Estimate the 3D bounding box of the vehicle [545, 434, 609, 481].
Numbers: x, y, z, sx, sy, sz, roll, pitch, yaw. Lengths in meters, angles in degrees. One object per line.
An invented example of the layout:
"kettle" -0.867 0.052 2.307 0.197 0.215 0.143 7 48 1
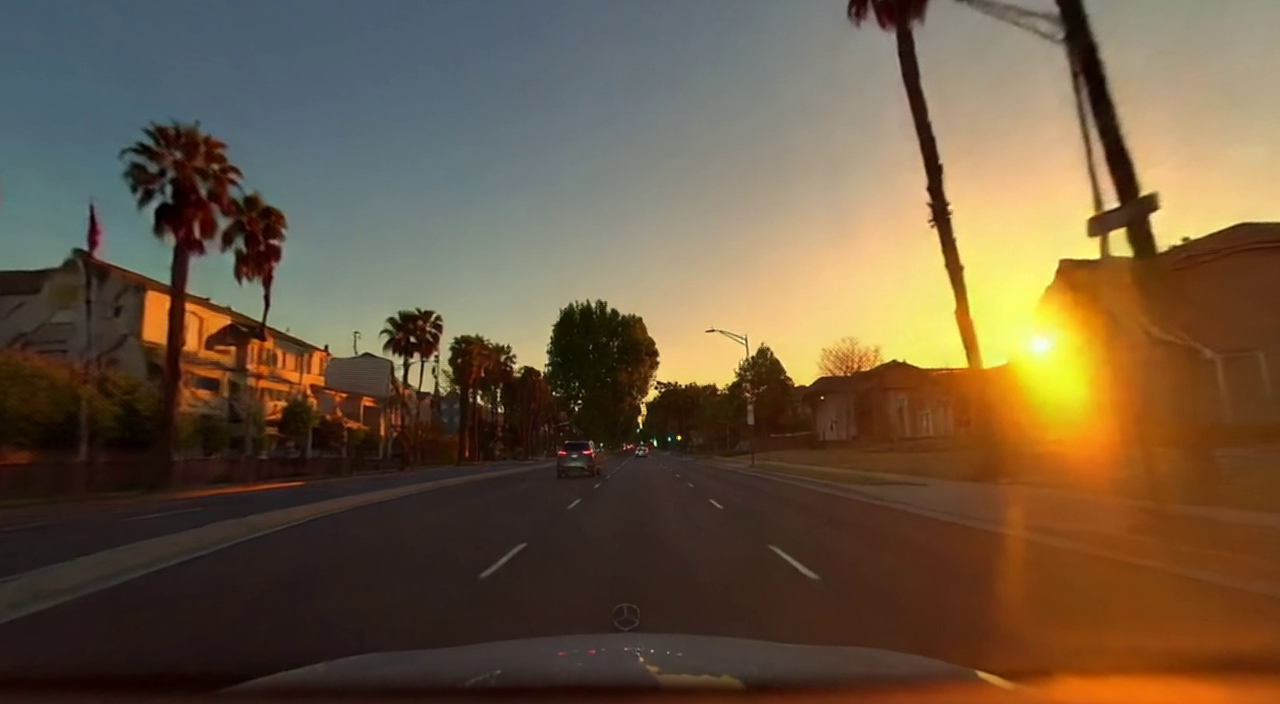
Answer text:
"vehicle" -2.836 4.948 29.800 2.370 1.968 5.698 0 -9 1
